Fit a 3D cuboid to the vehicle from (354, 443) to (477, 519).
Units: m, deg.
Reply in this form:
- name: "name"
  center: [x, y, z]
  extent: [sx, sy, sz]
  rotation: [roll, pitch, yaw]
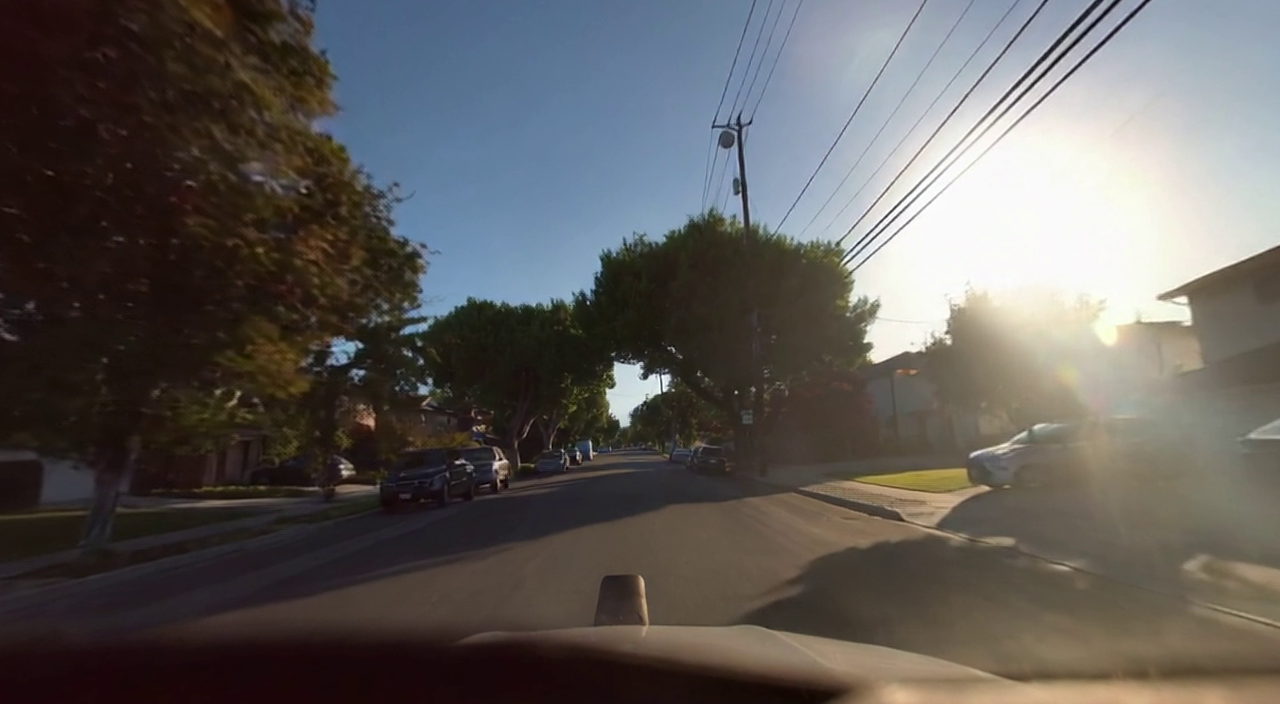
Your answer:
- name: "vehicle"
  center: [-6.115, 3.488, 17.737]
  extent: [2.035, 1.736, 3.955]
  rotation: [-3, -8, -1]

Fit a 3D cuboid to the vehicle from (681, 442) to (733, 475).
- name: "vehicle"
  center: [3.536, 5.734, 34.388]
  extent: [2.247, 1.618, 4.655]
  rotation: [2, -8, -1]

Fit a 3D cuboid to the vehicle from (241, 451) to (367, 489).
- name: "vehicle"
  center: [-16.002, 5.621, 30.317]
  extent: [4.706, 1.681, 2.389]
  rotation: [-1, -9, 5]

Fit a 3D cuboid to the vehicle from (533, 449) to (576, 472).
- name: "vehicle"
  center: [-5.924, 7.617, 44.374]
  extent: [2.199, 1.439, 4.757]
  rotation: [0, -10, 2]

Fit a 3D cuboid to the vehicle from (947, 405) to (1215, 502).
- name: "vehicle"
  center: [9.909, 2.269, 14.499]
  extent: [4.559, 1.843, 2.081]
  rotation: [-2, -7, -3]
